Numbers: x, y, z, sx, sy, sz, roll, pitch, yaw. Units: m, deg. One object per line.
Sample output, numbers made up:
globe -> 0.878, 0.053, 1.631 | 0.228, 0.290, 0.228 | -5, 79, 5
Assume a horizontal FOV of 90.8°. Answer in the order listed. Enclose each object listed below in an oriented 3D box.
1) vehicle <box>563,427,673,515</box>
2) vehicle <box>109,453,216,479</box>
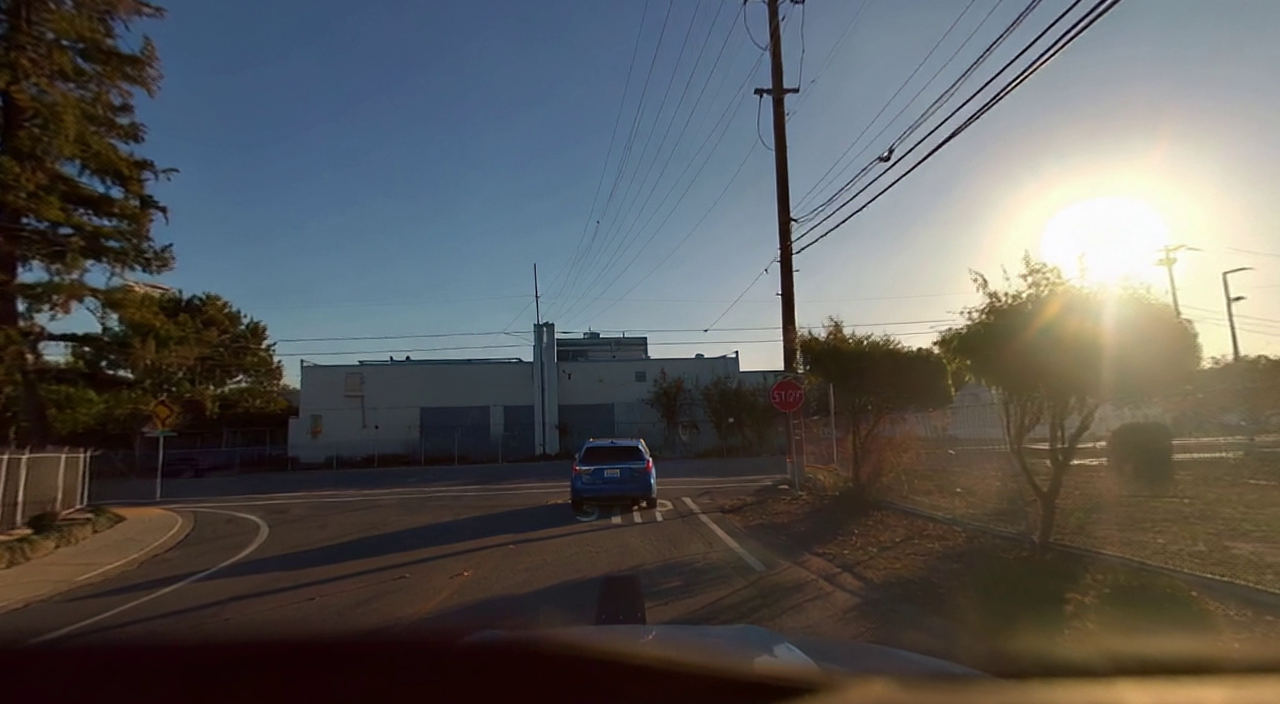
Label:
vehicle -> -0.548, 2.627, 14.444 | 2.137, 1.698, 4.166 | 0, -8, -4
vehicle -> -29.104, 6.973, 38.633 | 4.840, 1.478, 1.794 | 1, -9, -8
